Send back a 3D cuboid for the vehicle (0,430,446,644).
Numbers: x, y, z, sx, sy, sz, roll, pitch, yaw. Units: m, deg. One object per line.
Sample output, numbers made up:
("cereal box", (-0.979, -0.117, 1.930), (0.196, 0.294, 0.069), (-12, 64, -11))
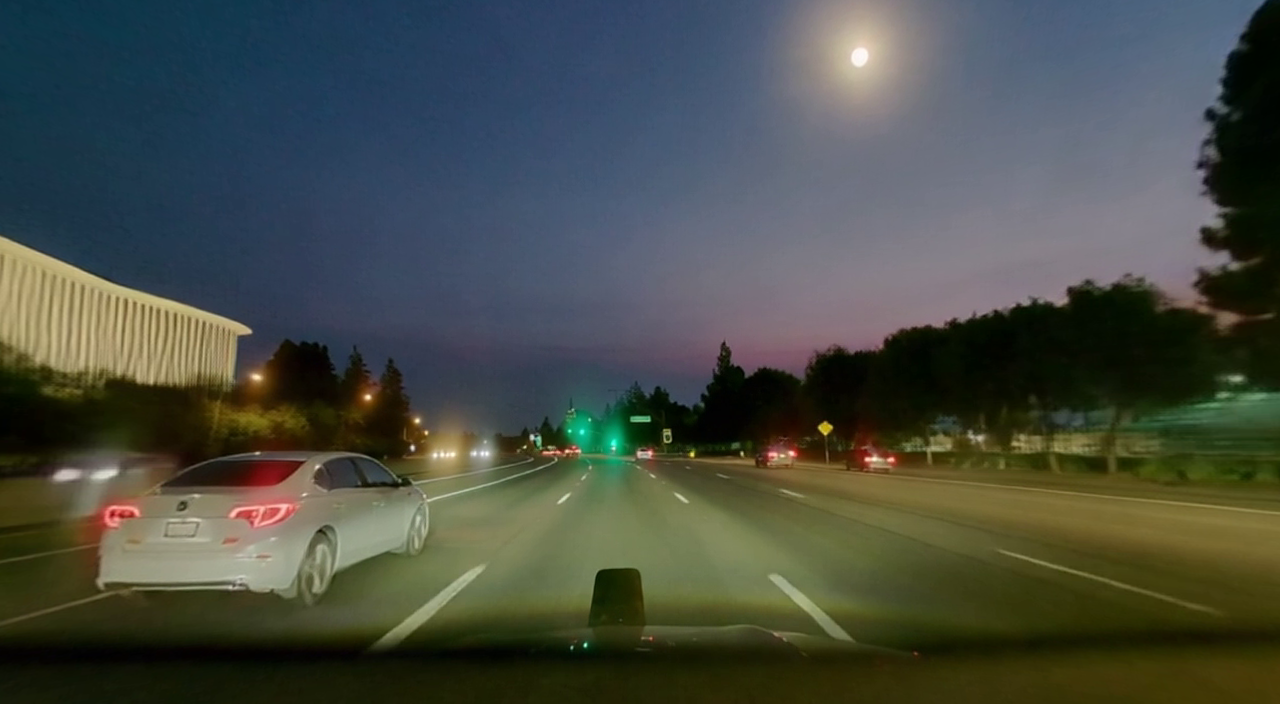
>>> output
("vehicle", (-3.754, 1.620, 6.662), (2.018, 1.476, 4.364), (0, -8, 0))
